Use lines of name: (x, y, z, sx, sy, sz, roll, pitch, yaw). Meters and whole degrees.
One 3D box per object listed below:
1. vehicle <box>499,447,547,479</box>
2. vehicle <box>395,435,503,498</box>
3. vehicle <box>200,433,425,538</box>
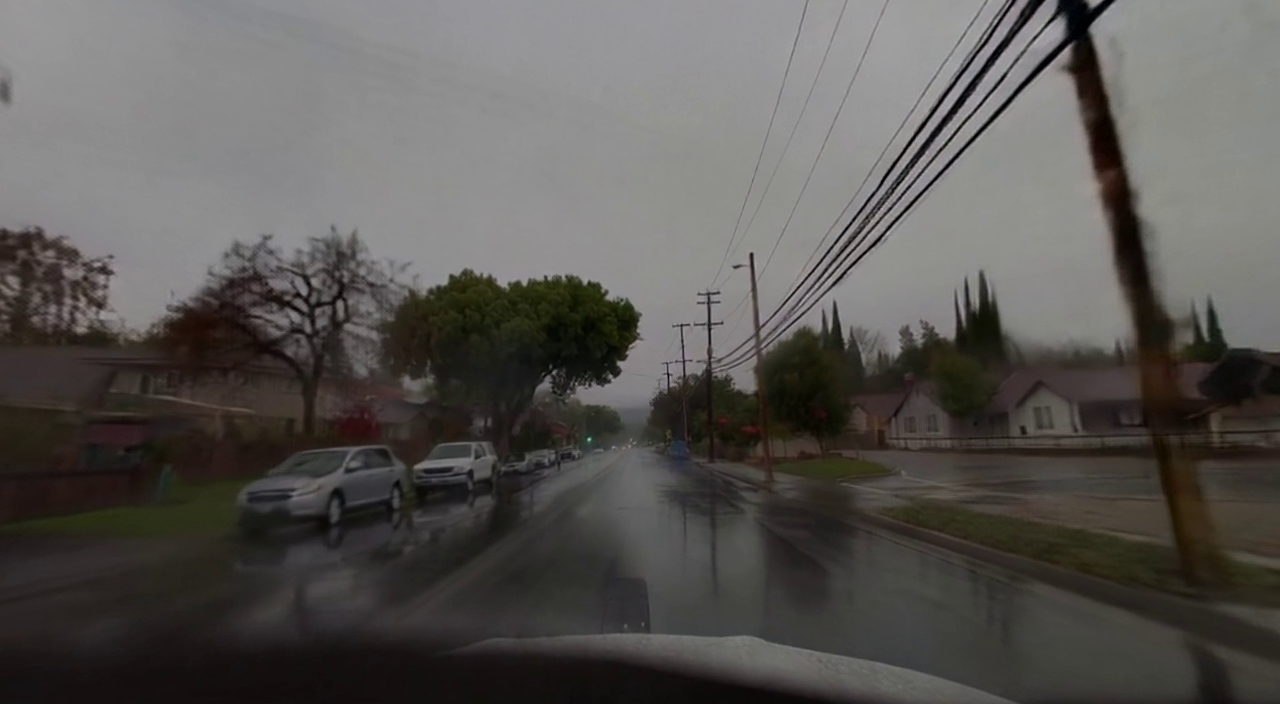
vehicle: (-6.909, 6.587, 37.728, 1.852, 1.510, 4.812, -5, -7, 0)
vehicle: (-6.772, 4.071, 23.236, 2.144, 1.955, 6.159, 0, -7, -1)
vehicle: (-6.739, 2.758, 13.914, 2.120, 1.799, 5.370, -1, -8, 0)
